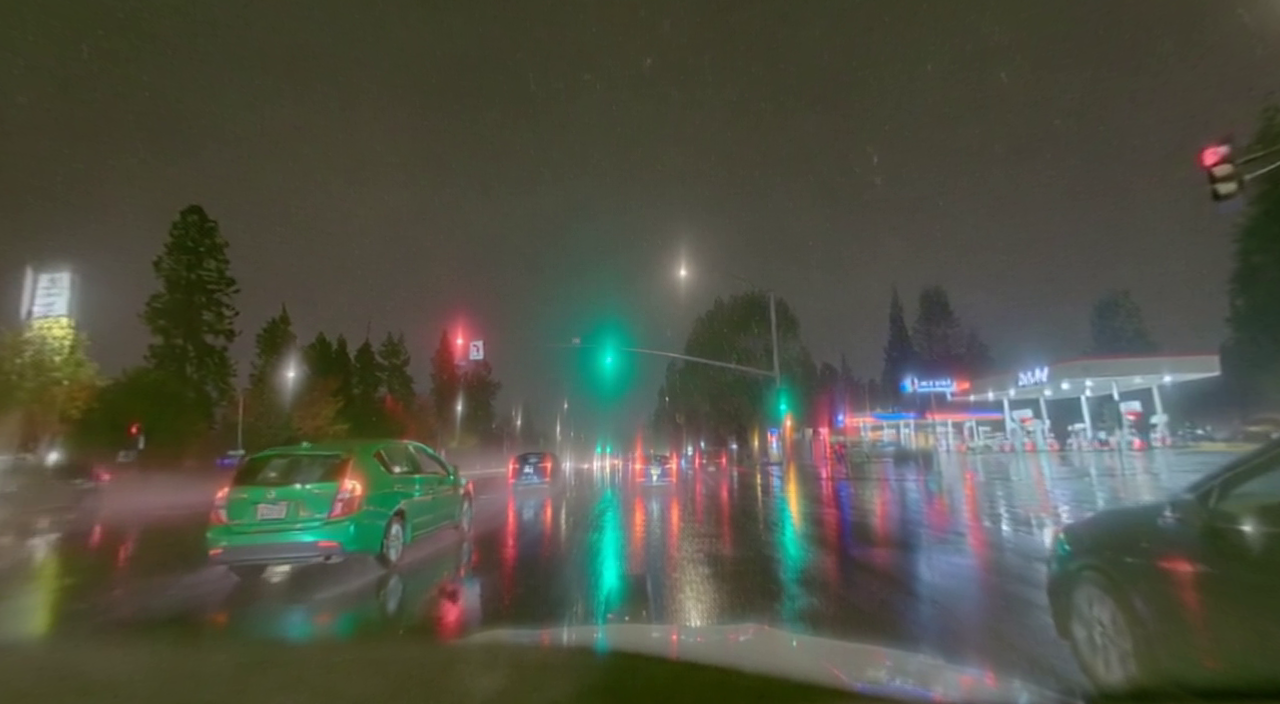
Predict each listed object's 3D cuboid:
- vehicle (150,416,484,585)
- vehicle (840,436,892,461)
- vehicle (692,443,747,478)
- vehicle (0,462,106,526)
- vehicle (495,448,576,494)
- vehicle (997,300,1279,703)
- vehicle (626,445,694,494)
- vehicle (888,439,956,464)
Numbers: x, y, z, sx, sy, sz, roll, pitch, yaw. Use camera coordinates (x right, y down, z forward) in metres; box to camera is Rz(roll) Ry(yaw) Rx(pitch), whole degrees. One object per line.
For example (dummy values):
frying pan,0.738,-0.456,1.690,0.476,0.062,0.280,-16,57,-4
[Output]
vehicle,-3.873,1.890,8.855,2.023,1.687,4.874,0,-9,1
vehicle,16.880,7.270,47.303,2.110,1.744,4.928,0,-9,1
vehicle,3.660,5.123,29.920,1.920,1.479,4.548,0,-9,-1
vehicle,-18.823,4.183,18.587,1.968,1.684,4.663,-2,-9,2
vehicle,-3.517,4.106,22.113,1.995,1.436,4.500,0,-9,1
vehicle,3.314,0.631,1.731,1.992,1.805,4.549,0,-9,1
vehicle,0.644,3.794,20.662,1.994,1.433,3.894,-1,-9,2
vehicle,18.011,6.441,40.570,2.081,1.482,4.860,0,-9,0
